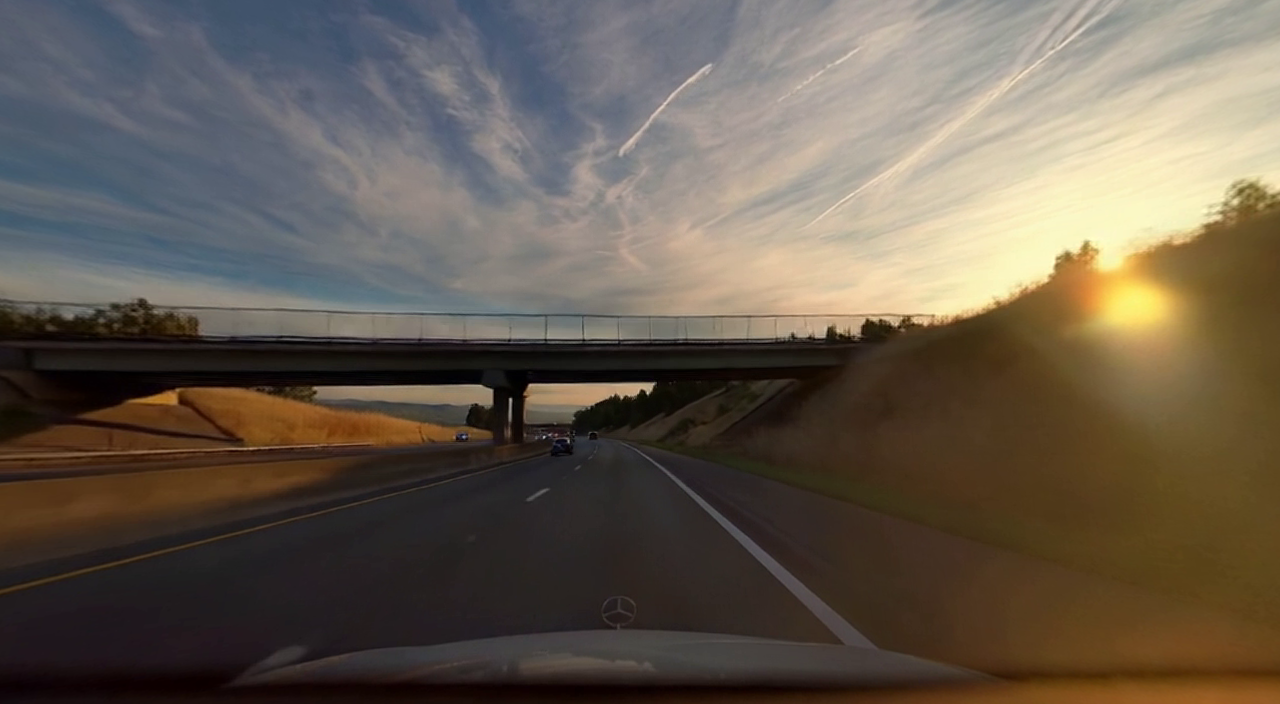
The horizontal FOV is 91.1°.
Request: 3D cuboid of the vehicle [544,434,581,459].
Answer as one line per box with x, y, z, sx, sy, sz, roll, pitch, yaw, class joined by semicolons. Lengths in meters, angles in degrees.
-5.051;6.192;41.506;2.005;1.509;4.260;0;-8;-2;vehicle
